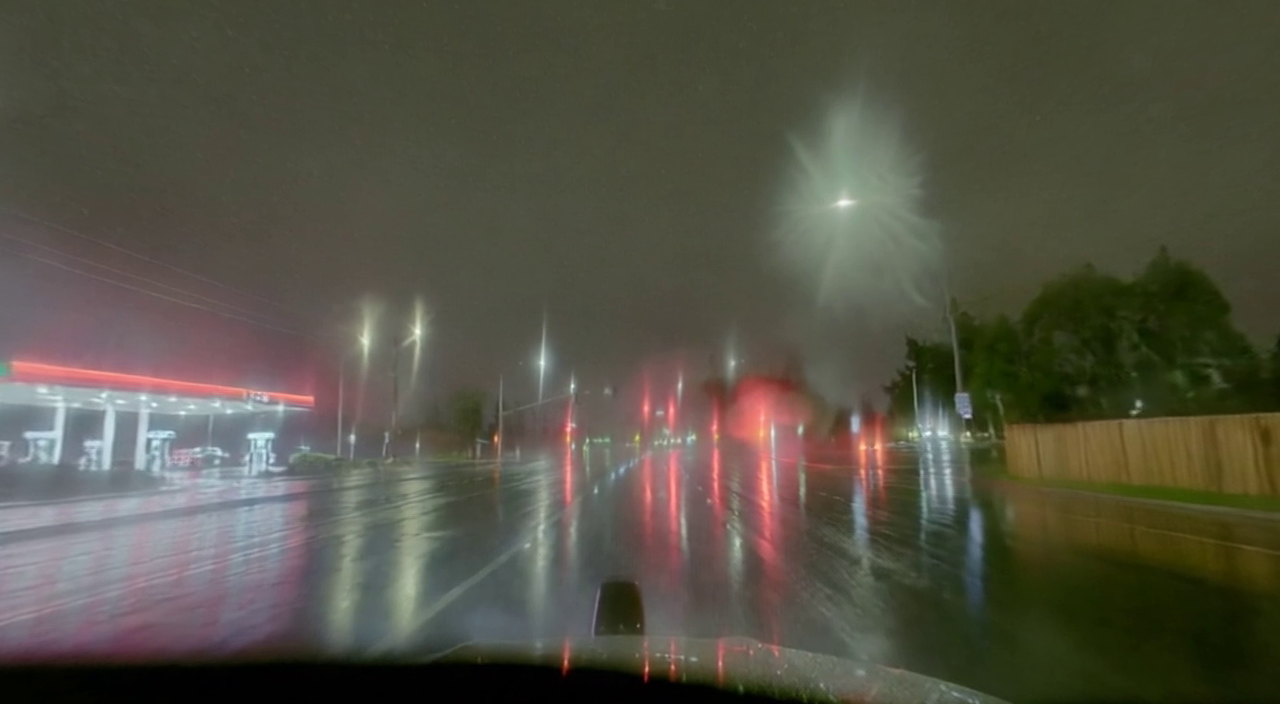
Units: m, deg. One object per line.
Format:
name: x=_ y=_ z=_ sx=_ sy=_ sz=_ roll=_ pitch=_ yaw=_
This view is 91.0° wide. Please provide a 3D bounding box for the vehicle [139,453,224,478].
vehicle: x=-33.668 y=8.325 z=46.347 sx=1.992 sy=1.721 sz=4.570 roll=-7 pitch=-11 yaw=40
